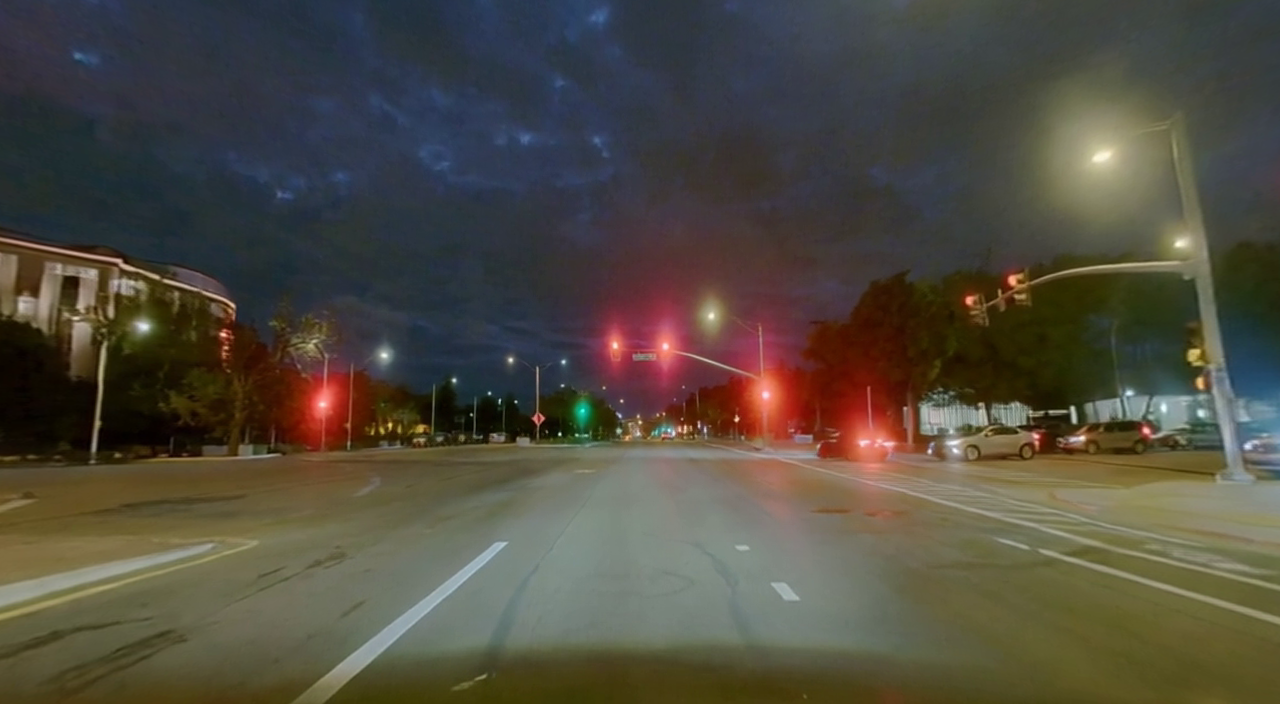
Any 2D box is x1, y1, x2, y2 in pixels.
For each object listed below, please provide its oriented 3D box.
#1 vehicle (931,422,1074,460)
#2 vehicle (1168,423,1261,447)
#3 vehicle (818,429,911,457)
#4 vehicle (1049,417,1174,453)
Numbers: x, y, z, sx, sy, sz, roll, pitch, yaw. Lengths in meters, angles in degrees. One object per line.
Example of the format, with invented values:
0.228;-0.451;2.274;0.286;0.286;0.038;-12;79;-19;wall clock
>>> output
15.219;3.746;26.703;4.916;1.504;1.846;0;-8;-2;vehicle
42.230;6.142;46.654;2.037;1.614;5.175;-1;-8;1;vehicle
11.209;4.584;31.788;4.046;1.306;1.719;-1;-8;5;vehicle
23.775;4.207;32.004;4.571;1.698;1.977;-1;-8;3;vehicle
